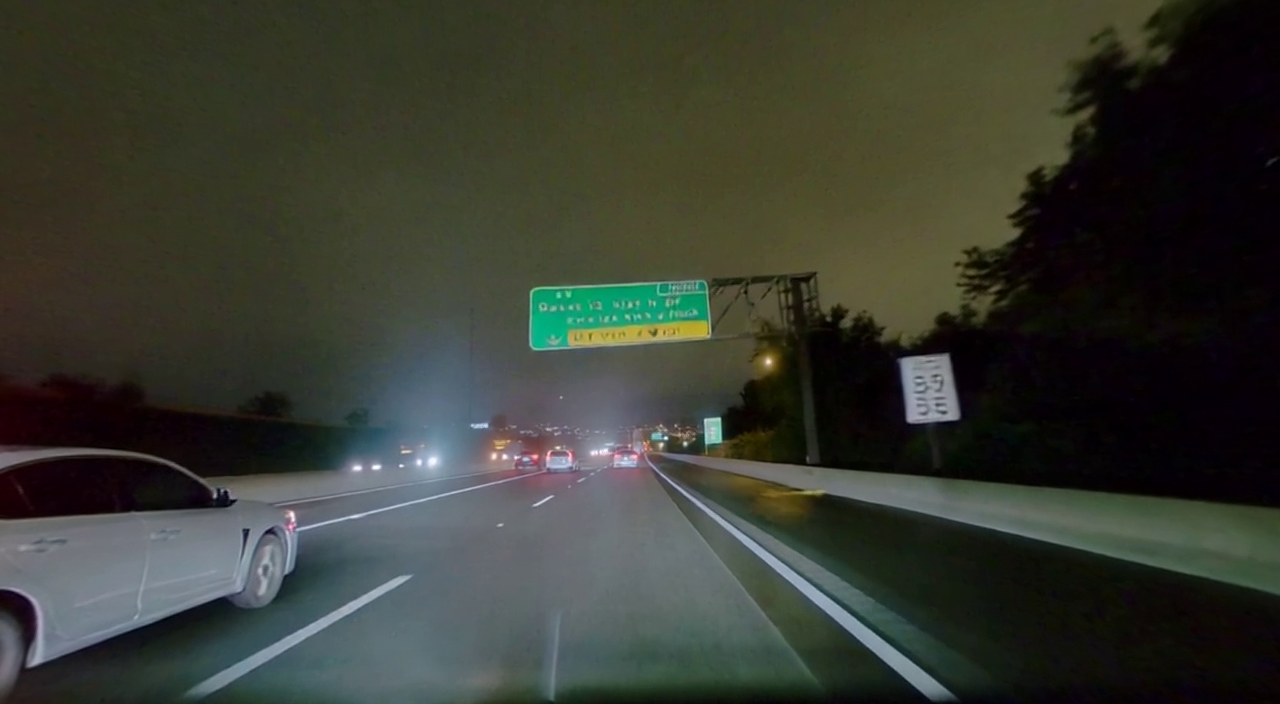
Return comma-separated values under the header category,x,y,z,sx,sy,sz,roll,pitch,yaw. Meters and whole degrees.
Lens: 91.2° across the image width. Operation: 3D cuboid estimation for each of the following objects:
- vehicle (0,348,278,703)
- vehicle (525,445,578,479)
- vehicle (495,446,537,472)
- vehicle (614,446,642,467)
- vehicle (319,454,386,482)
category,x,y,z,sx,sy,sz,roll,pitch,yaw
vehicle,-3.978,0.866,2.732,2.074,1.779,4.588,0,-9,-1
vehicle,-4.174,5.271,30.264,1.988,1.477,4.118,0,-9,0
vehicle,-7.991,6.940,40.792,1.936,1.516,3.904,0,-9,0
vehicle,-0.885,7.832,47.088,2.023,1.479,3.718,0,-9,-1
vehicle,-16.478,6.655,36.177,1.911,1.466,4.273,0,-9,-1
